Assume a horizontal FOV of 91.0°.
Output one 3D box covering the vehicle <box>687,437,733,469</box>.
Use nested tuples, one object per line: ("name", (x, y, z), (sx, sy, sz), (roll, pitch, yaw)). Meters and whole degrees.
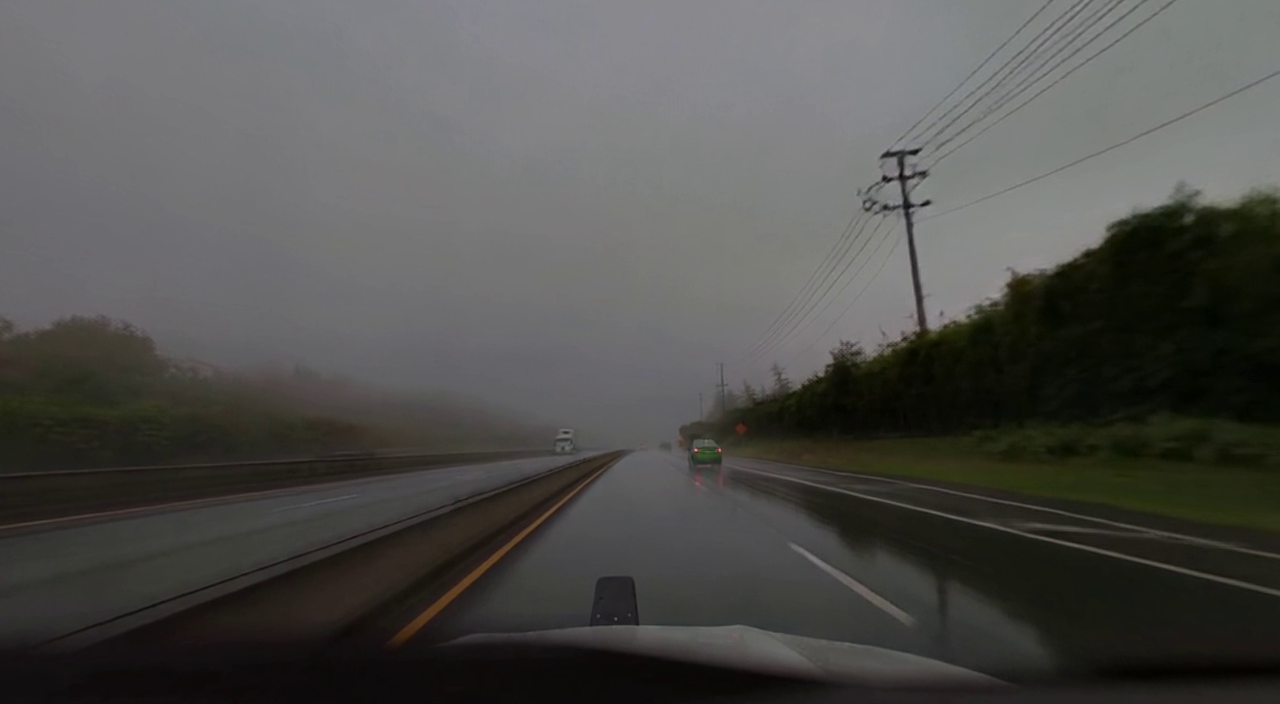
("vehicle", (3.671, 5.379, 33.799), (1.977, 1.581, 4.428), (-1, -8, 0))
